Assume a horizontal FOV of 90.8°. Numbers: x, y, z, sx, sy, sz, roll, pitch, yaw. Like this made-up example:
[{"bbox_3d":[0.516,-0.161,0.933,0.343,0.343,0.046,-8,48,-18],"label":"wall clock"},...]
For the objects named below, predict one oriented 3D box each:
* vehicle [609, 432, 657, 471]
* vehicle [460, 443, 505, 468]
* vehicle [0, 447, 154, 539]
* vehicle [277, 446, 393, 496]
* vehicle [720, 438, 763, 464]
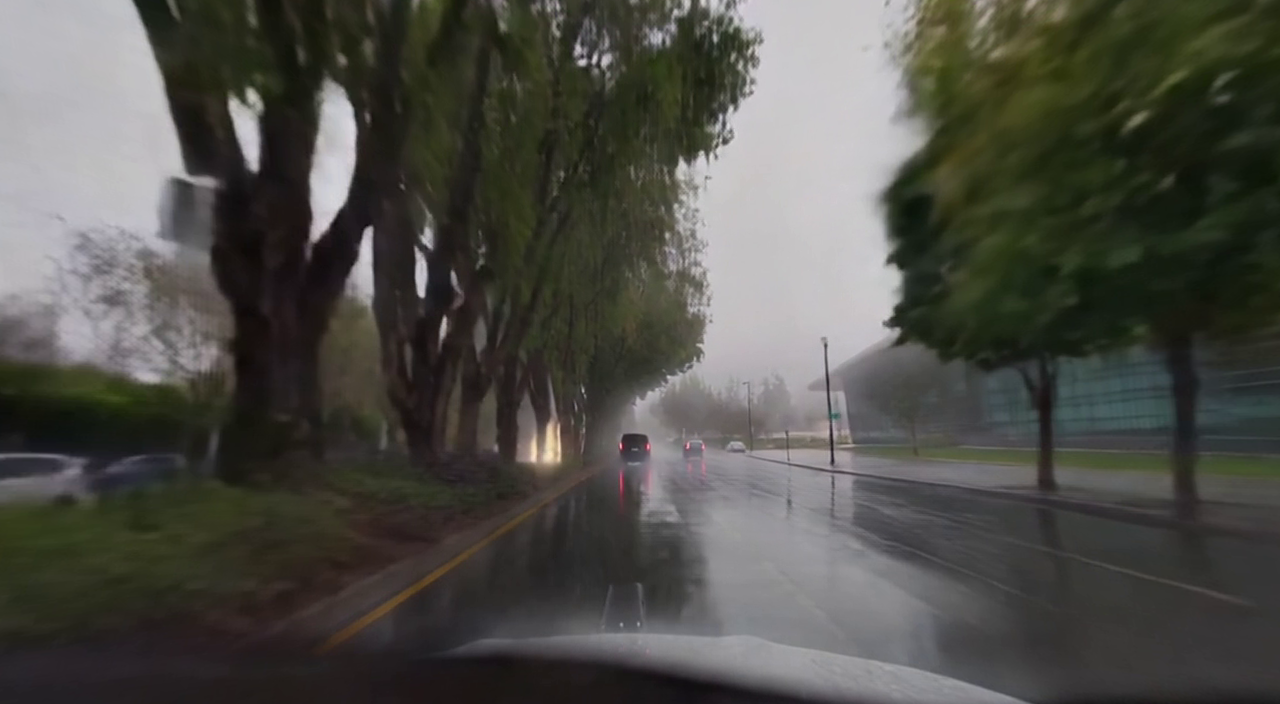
[{"bbox_3d":[-0.407,5.406,34.365,2.411,1.937,5.186,0,-9,-1],"label":"vehicle"},{"bbox_3d":[-11.152,7.350,44.995,1.994,1.678,4.605,0,-9,0],"label":"vehicle"},{"bbox_3d":[-11.223,2.350,10.737,2.013,1.460,4.902,0,-9,0],"label":"vehicle"},{"bbox_3d":[-9.826,3.820,20.795,1.950,1.438,4.343,1,-9,-5],"label":"vehicle"},{"bbox_3d":[7.390,7.275,46.494,2.364,1.781,4.854,0,-9,0],"label":"vehicle"}]
